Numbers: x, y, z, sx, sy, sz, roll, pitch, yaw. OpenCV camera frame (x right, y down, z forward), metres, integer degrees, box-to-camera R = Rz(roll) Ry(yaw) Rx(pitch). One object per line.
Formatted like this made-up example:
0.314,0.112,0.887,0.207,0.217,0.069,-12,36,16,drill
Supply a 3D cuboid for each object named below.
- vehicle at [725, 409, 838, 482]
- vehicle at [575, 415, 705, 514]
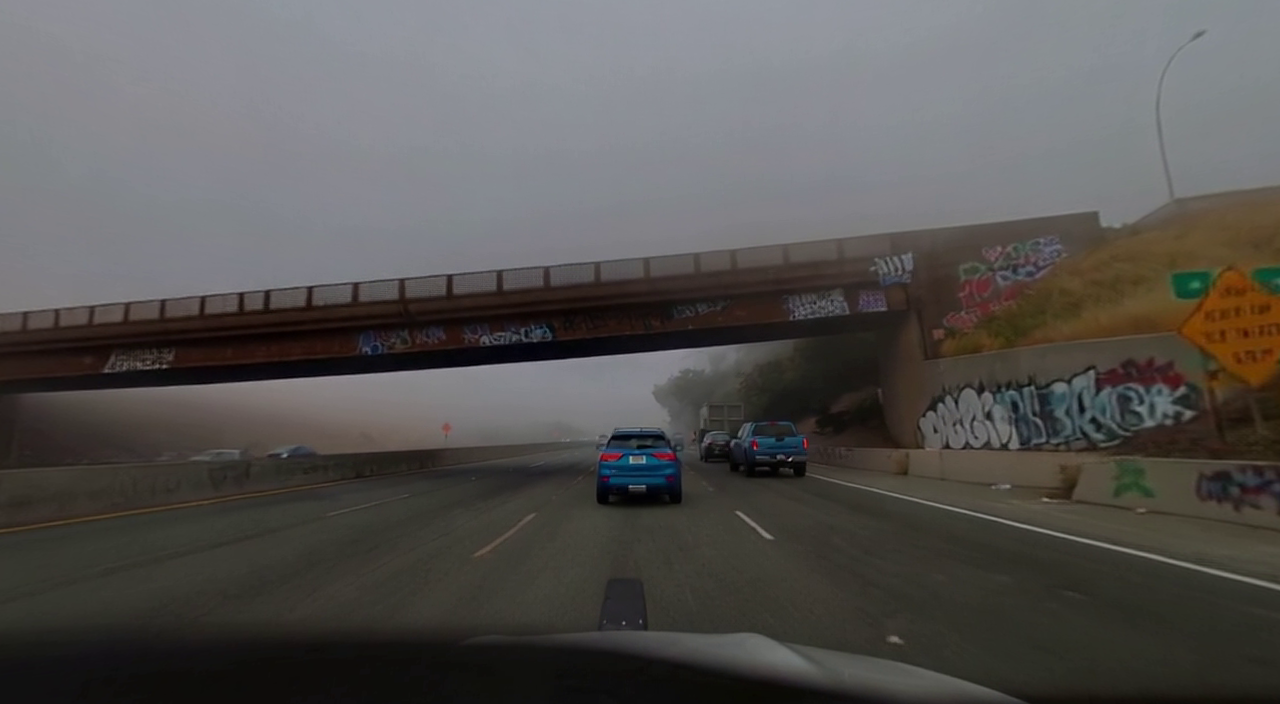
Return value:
4.229,2.956,20.023,2.311,1.922,5.977,-1,-8,1,vehicle
0.024,2.186,12.686,2.193,1.651,3.946,-1,-8,1,vehicle
